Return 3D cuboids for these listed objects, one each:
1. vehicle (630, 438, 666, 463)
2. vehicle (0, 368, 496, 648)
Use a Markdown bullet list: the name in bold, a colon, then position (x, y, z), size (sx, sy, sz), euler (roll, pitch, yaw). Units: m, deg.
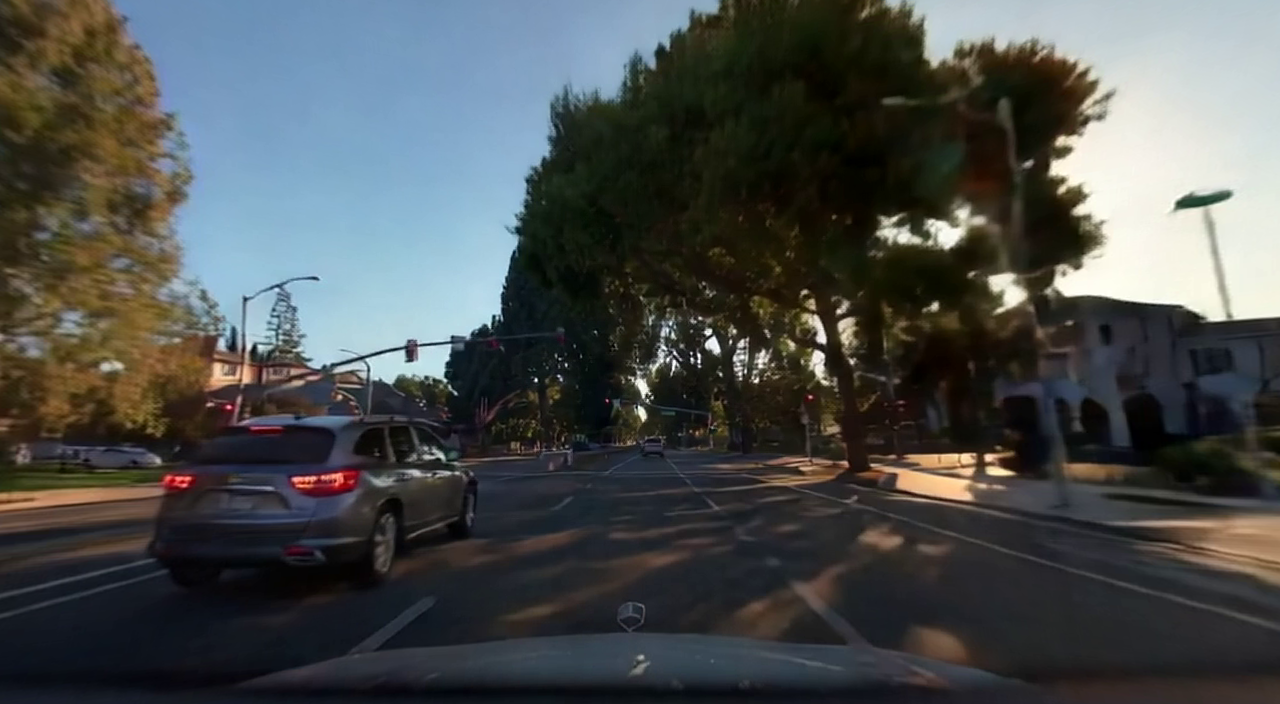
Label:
- **vehicle**: position (0.536, 7.202, 46.193), size (2.437, 1.737, 4.420), euler (0, -8, -1)
- **vehicle**: position (-3.506, 1.411, 6.905), size (2.459, 1.825, 5.380), euler (-1, -8, 2)
